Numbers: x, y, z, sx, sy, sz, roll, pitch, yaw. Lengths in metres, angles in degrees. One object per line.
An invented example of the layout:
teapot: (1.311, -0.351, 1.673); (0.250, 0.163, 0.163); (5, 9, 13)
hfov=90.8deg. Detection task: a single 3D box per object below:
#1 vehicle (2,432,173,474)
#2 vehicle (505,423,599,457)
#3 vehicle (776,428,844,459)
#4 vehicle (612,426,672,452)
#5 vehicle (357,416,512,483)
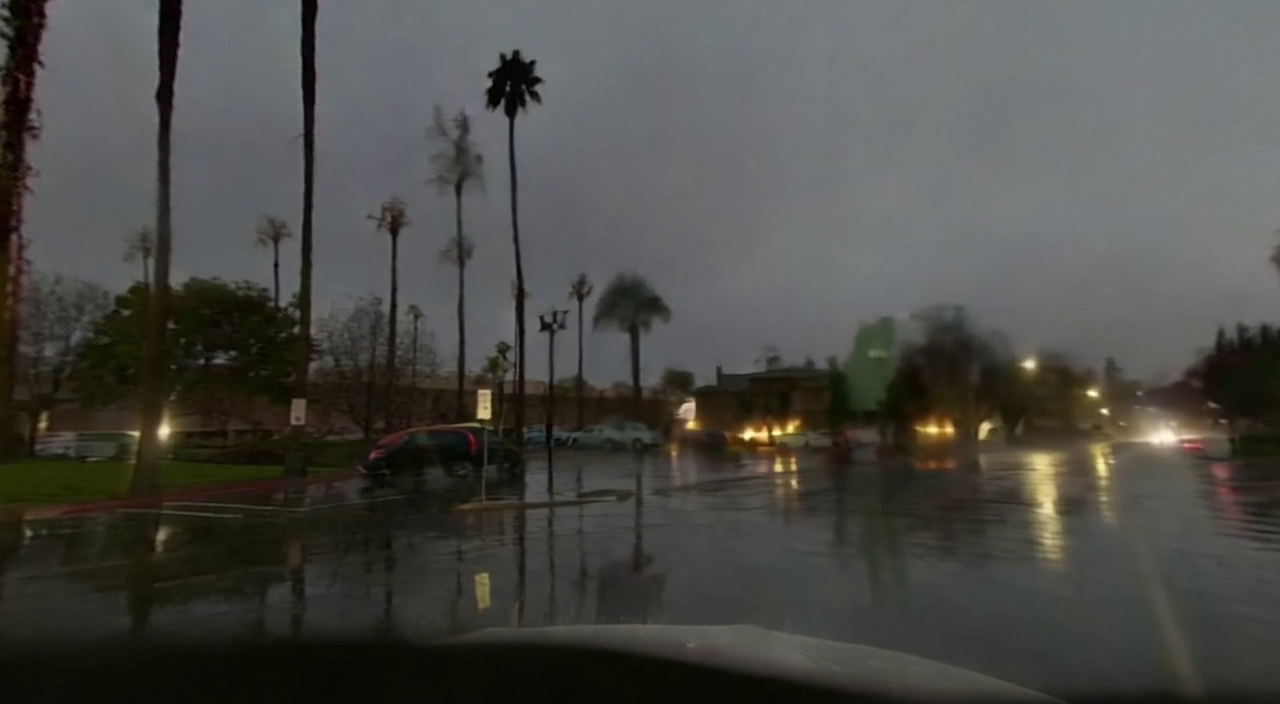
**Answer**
vehicle: (-22.099, 4.029, 25.514); (1.919, 1.502, 4.695); (-4, -9, 28)
vehicle: (-5.090, 5.039, 36.336); (5.193, 1.830, 2.049); (-4, -9, 30)
vehicle: (10.387, 5.534, 38.575); (3.635, 1.521, 1.726); (0, -4, 29)
vehicle: (0.116, 6.237, 45.558); (3.928, 1.784, 1.895); (-4, -9, 31)
vehicle: (-6.446, 3.097, 20.501); (2.174, 1.863, 4.651); (-3, -8, 23)
